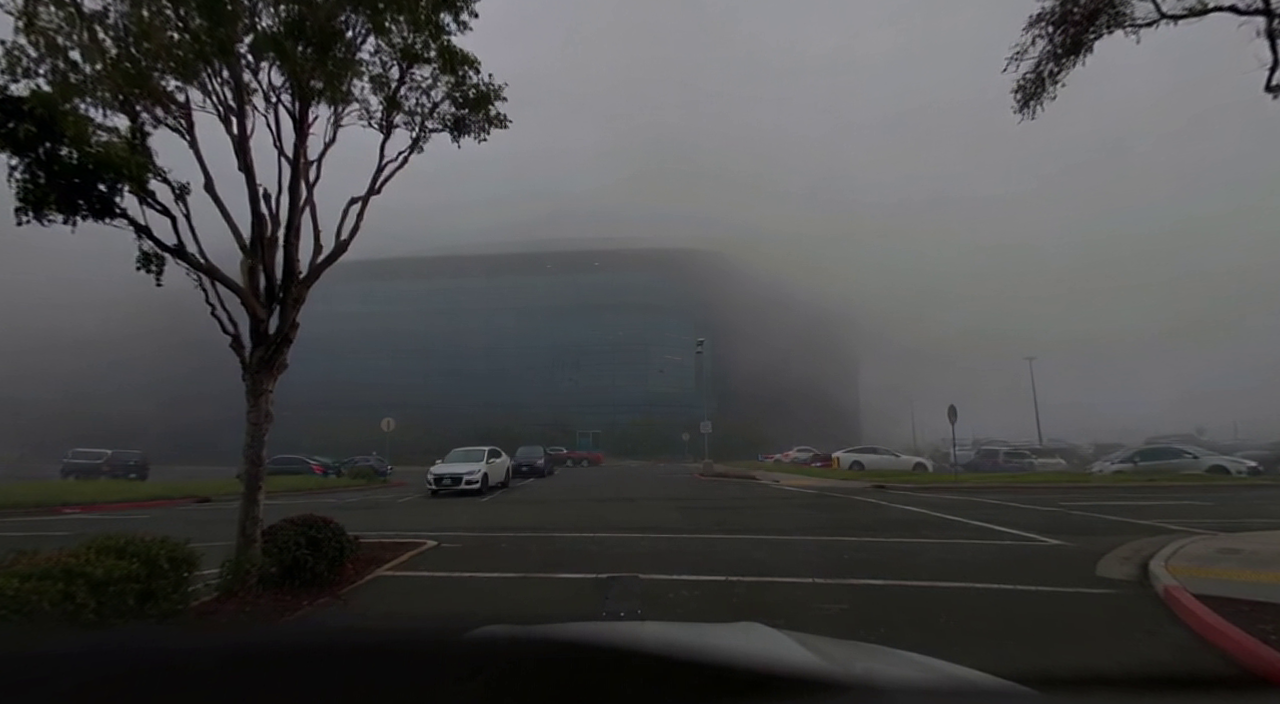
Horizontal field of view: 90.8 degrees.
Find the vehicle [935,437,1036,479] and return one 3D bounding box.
[{"bbox_3d":[16.475,5.064,30.482,2.048,1.852,4.998,0,-9,0],"label":"vehicle"}]

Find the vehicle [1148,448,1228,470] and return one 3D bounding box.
[{"bbox_3d":[37.013,7.197,42.817,1.678,1.423,4.191,0,-9,0],"label":"vehicle"}]

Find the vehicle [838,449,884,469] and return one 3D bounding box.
[{"bbox_3d":[17.076,8.260,49.005,1.971,1.478,4.477,0,-9,1],"label":"vehicle"}]

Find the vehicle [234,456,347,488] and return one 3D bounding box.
[{"bbox_3d":[-16.708,5.722,30.336,4.331,1.437,1.876,0,-9,3],"label":"vehicle"}]

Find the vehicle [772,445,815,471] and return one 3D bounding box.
[{"bbox_3d":[10.530,7.267,43.661,1.936,1.673,4.305,0,-8,0],"label":"vehicle"}]

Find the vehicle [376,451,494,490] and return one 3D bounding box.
[{"bbox_3d":[-8.701,4.995,26.879,4.442,1.504,1.809,5,-10,-28],"label":"vehicle"}]

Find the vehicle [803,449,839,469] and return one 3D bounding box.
[{"bbox_3d":[14.178,8.347,49.614,1.935,1.477,3.719,0,-9,3],"label":"vehicle"}]

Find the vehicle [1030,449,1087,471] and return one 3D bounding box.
[{"bbox_3d":[28.341,7.317,42.910,1.495,1.371,3.336,-1,-9,-1],"label":"vehicle"}]

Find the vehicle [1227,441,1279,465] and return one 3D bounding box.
[{"bbox_3d":[43.053,6.892,43.049,1.758,1.572,4.421,0,-9,1],"label":"vehicle"}]

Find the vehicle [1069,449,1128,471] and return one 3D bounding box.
[{"bbox_3d":[31.322,7.364,43.265,1.519,1.371,3.278,0,-9,0],"label":"vehicle"}]

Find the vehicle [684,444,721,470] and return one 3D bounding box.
[{"bbox_3d":[4.610,7.787,47.218,2.262,1.794,5.331,0,-8,1],"label":"vehicle"}]
